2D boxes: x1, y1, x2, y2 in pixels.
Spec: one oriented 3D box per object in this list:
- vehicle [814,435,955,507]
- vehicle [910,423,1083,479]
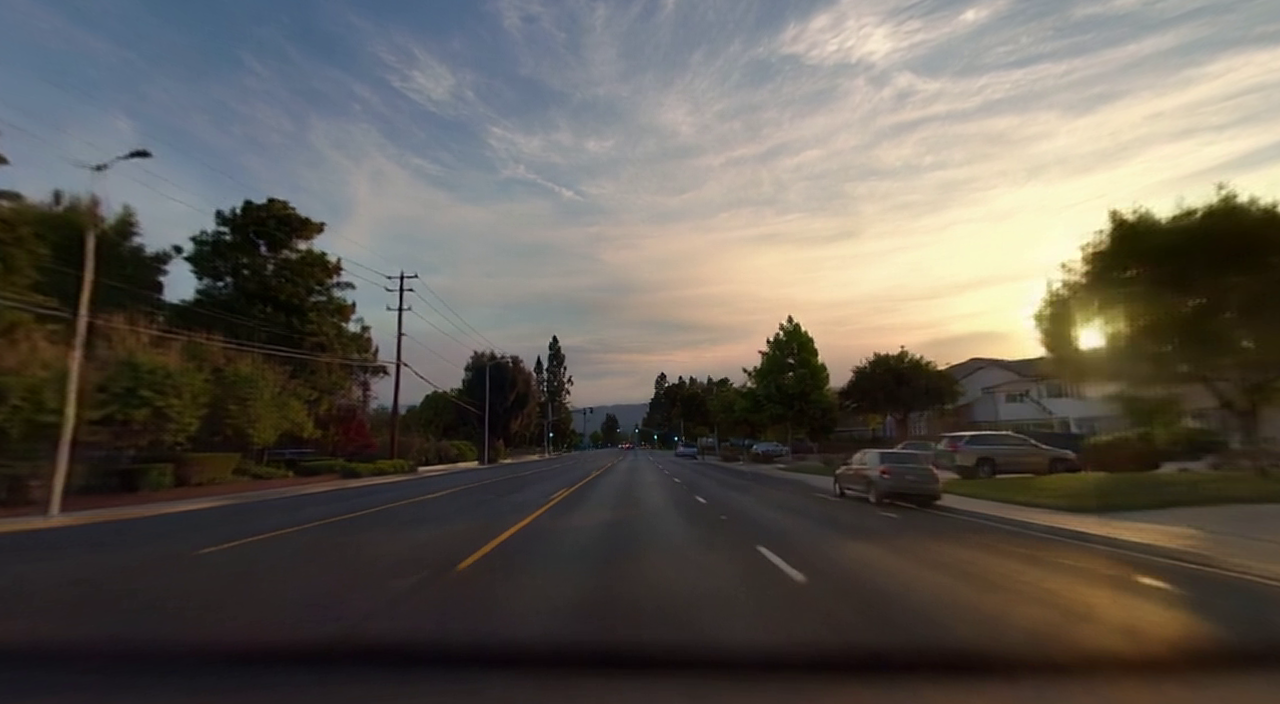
[{"bbox_3d":[6.735,3.310,18.087,2.043,1.747,4.680,0,-9,-1],"label":"vehicle"},{"bbox_3d":[12.955,3.645,23.260,5.037,1.925,2.021,-1,-9,4],"label":"vehicle"}]
